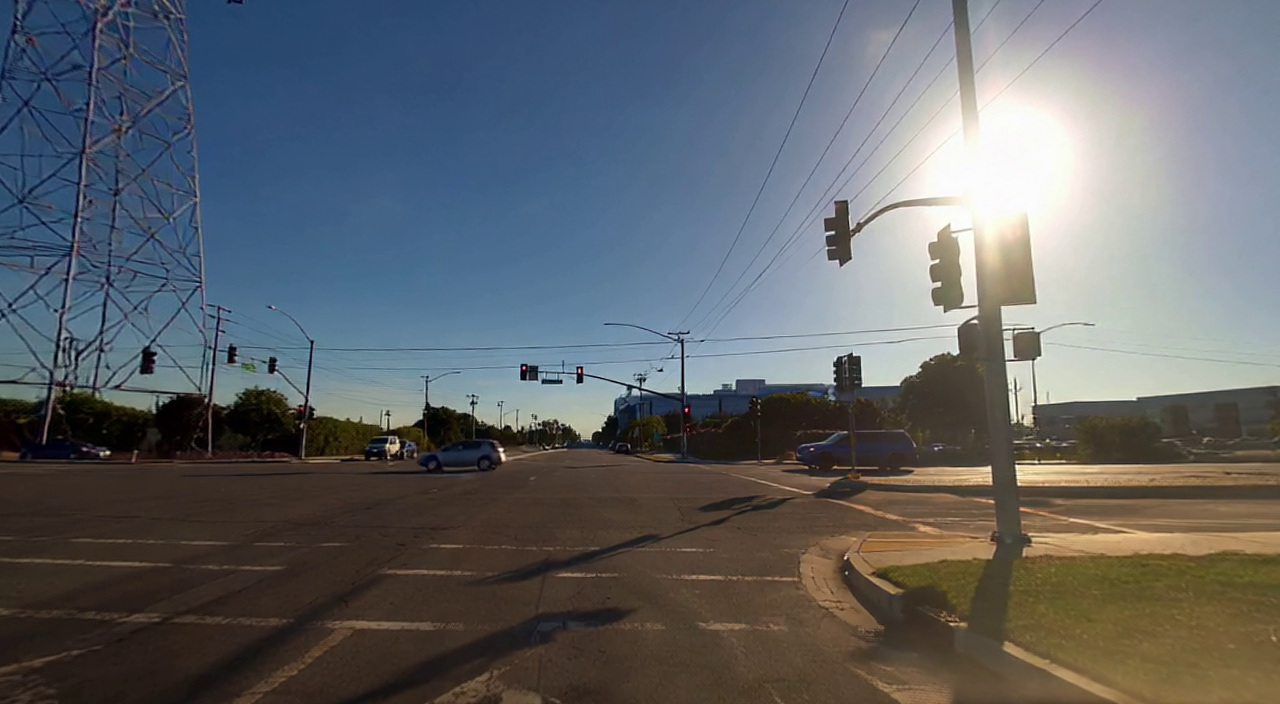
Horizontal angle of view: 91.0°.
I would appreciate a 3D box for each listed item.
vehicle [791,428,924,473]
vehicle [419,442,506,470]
[{"bbox_3d":[8.719,4.025,25.718,4.884,1.714,2.021,-2,-9,12],"label":"vehicle"},{"bbox_3d":[-10.459,6.138,37.161,4.529,1.566,1.842,-1,-9,11],"label":"vehicle"}]
